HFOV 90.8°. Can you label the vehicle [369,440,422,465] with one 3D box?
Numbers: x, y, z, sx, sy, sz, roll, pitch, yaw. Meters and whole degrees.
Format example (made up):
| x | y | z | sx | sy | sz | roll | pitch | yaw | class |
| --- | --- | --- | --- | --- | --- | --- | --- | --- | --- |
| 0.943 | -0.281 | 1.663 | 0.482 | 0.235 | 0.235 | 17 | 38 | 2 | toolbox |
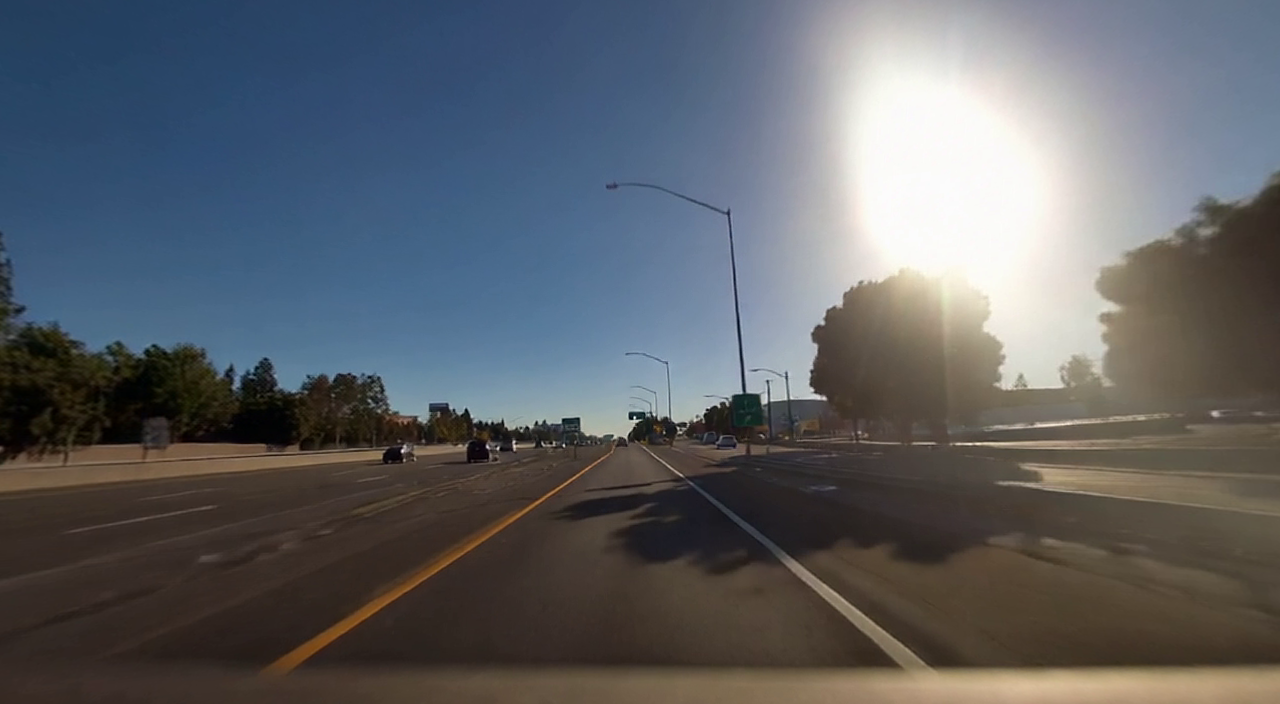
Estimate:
| x | y | z | sx | sy | sz | roll | pitch | yaw | class |
| --- | --- | --- | --- | --- | --- | --- | --- | --- | --- |
| -17.902 | 7.341 | 46.512 | 2.126 | 1.671 | 5.173 | 0 | -8 | -4 | vehicle |
